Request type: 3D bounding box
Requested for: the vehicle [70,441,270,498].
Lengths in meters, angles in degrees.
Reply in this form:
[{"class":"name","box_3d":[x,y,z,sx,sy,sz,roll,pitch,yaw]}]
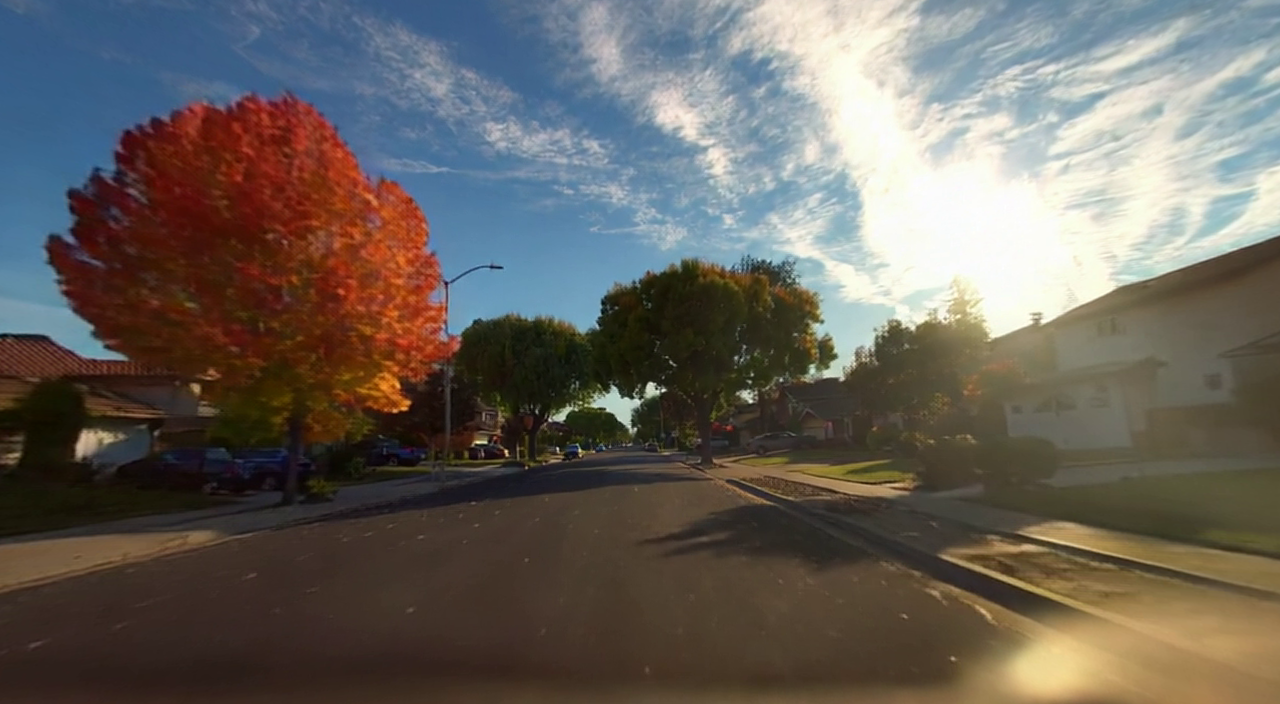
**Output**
[{"class":"vehicle","box_3d":[-15.138,3.778,20.587,4.830,1.725,2.116,0,-9,2]}]
